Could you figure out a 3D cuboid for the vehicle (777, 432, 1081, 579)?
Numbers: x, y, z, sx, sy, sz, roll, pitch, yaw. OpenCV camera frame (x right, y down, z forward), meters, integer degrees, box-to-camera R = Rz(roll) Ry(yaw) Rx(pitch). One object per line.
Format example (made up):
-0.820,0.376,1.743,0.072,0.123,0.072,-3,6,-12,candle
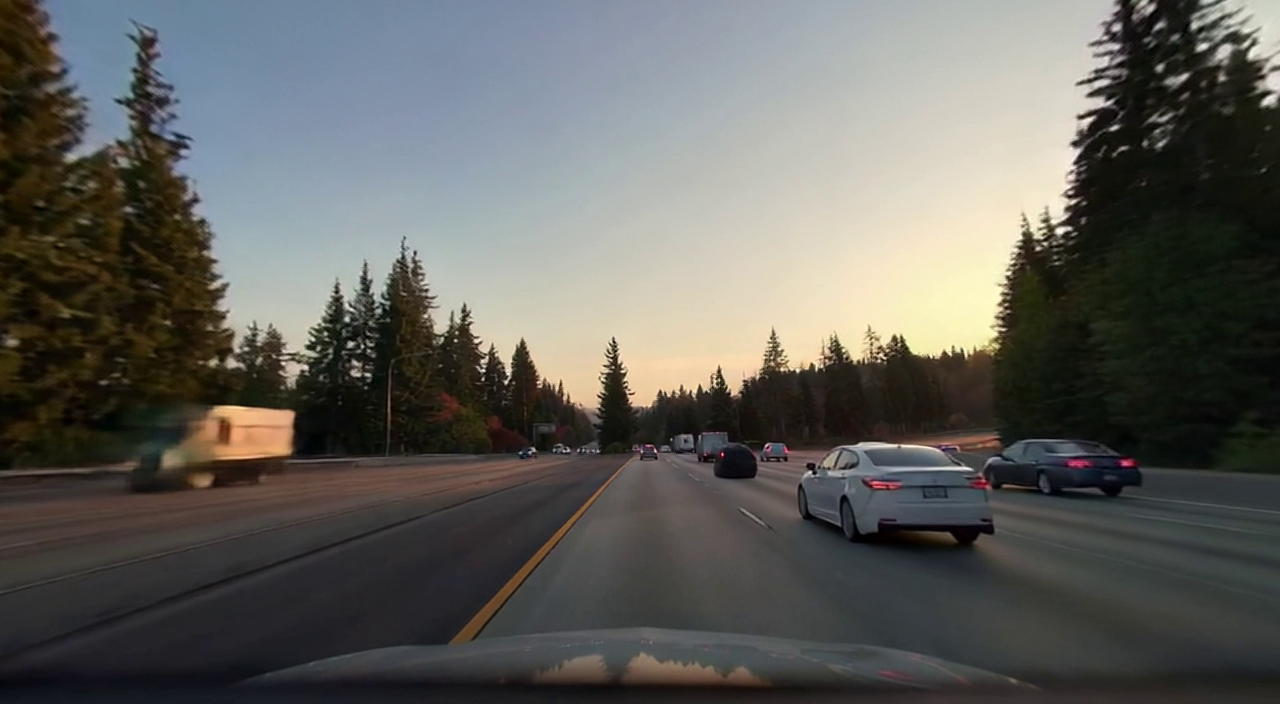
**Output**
3.429,1.906,8.735,1.904,1.453,4.789,0,-9,-1,vehicle

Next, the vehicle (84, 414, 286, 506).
-14.748,3.534,20.999,2.305,2.613,5.756,0,-9,0,vehicle

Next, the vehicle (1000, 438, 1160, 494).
15.136,3.911,22.043,2.027,1.711,4.963,0,-9,0,vehicle

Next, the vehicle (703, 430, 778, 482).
4.055,4.312,26.317,2.206,1.902,5.460,0,-9,0,vehicle
